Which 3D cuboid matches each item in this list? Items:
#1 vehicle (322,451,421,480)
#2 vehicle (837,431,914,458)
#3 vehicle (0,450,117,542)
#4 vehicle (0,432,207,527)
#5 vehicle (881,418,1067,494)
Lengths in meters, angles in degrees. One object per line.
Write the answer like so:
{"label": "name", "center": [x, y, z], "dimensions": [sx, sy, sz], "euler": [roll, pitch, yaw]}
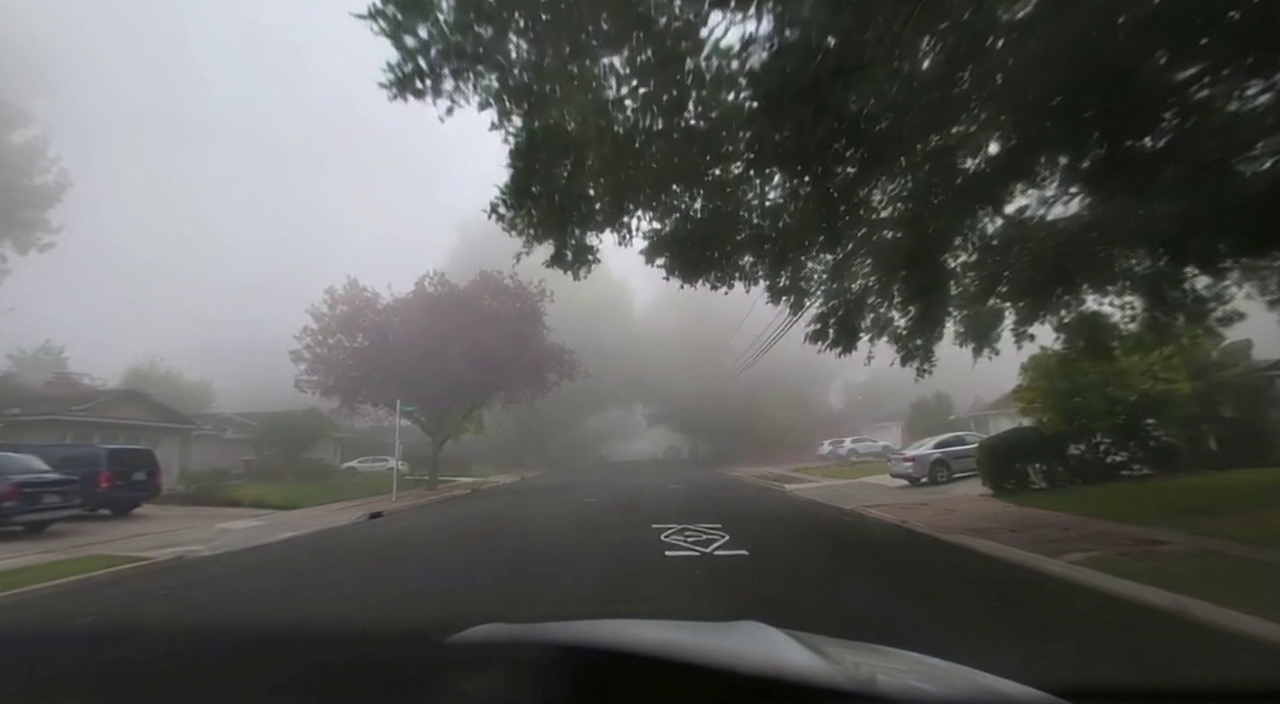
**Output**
{"label": "vehicle", "center": [-14.067, 5.903, 33.124], "dimensions": [4.477, 1.449, 1.922], "euler": [5, -10, -31]}
{"label": "vehicle", "center": [16.404, 6.500, 44.192], "dimensions": [4.562, 1.832, 1.987], "euler": [0, -9, -1]}
{"label": "vehicle", "center": [-12.831, 2.607, 11.822], "dimensions": [4.406, 1.539, 1.912], "euler": [0, -9, 2]}
{"label": "vehicle", "center": [-12.934, 2.794, 14.183], "dimensions": [4.909, 1.914, 2.082], "euler": [-1, -9, 4]}
{"label": "vehicle", "center": [10.432, 3.274, 20.001], "dimensions": [4.697, 1.604, 1.838], "euler": [-8, -9, -3]}
